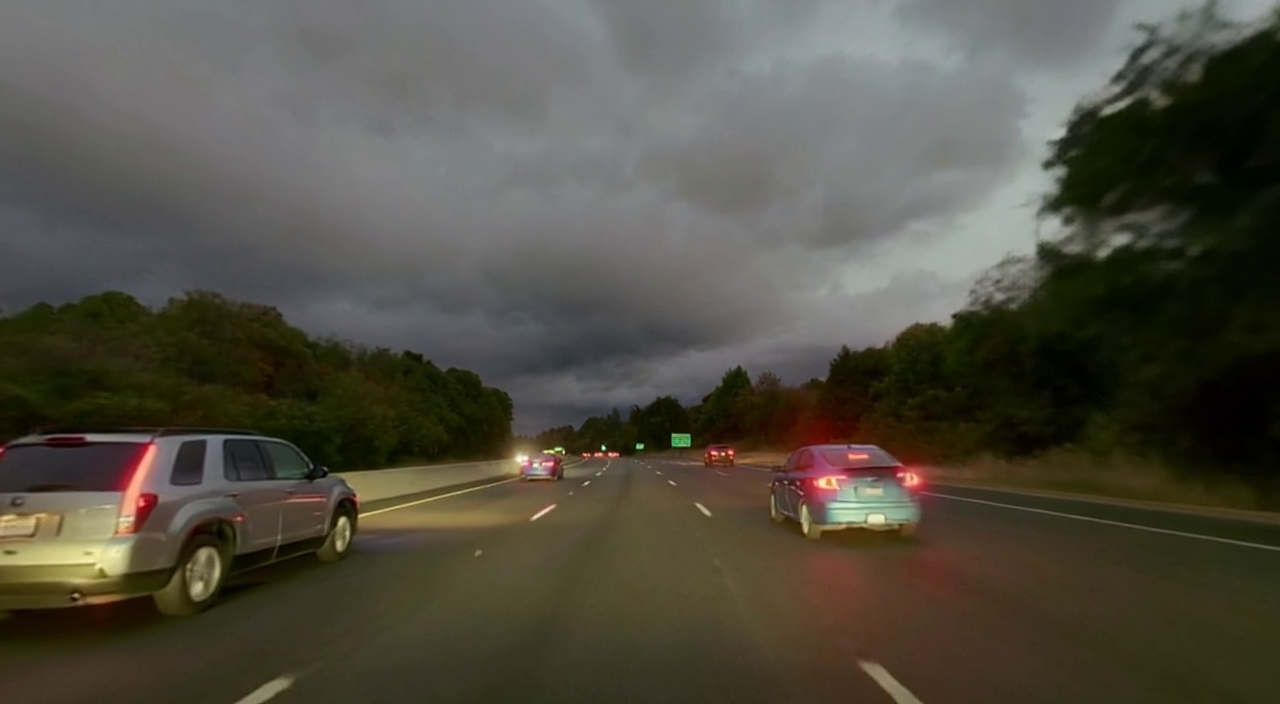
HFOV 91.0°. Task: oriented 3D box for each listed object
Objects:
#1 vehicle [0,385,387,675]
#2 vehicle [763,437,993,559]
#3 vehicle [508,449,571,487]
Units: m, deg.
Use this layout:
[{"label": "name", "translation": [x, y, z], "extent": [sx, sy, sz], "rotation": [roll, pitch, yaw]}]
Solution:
[{"label": "vehicle", "translation": [-4.365, 1.410, 6.026], "extent": [2.079, 1.745, 4.281], "rotation": [0, -9, 0]}, {"label": "vehicle", "translation": [3.550, 2.258, 10.481], "extent": [2.120, 1.572, 4.344], "rotation": [0, -9, 0]}, {"label": "vehicle", "translation": [-4.248, 4.945, 27.244], "extent": [2.009, 1.488, 4.289], "rotation": [0, -9, 0]}]
